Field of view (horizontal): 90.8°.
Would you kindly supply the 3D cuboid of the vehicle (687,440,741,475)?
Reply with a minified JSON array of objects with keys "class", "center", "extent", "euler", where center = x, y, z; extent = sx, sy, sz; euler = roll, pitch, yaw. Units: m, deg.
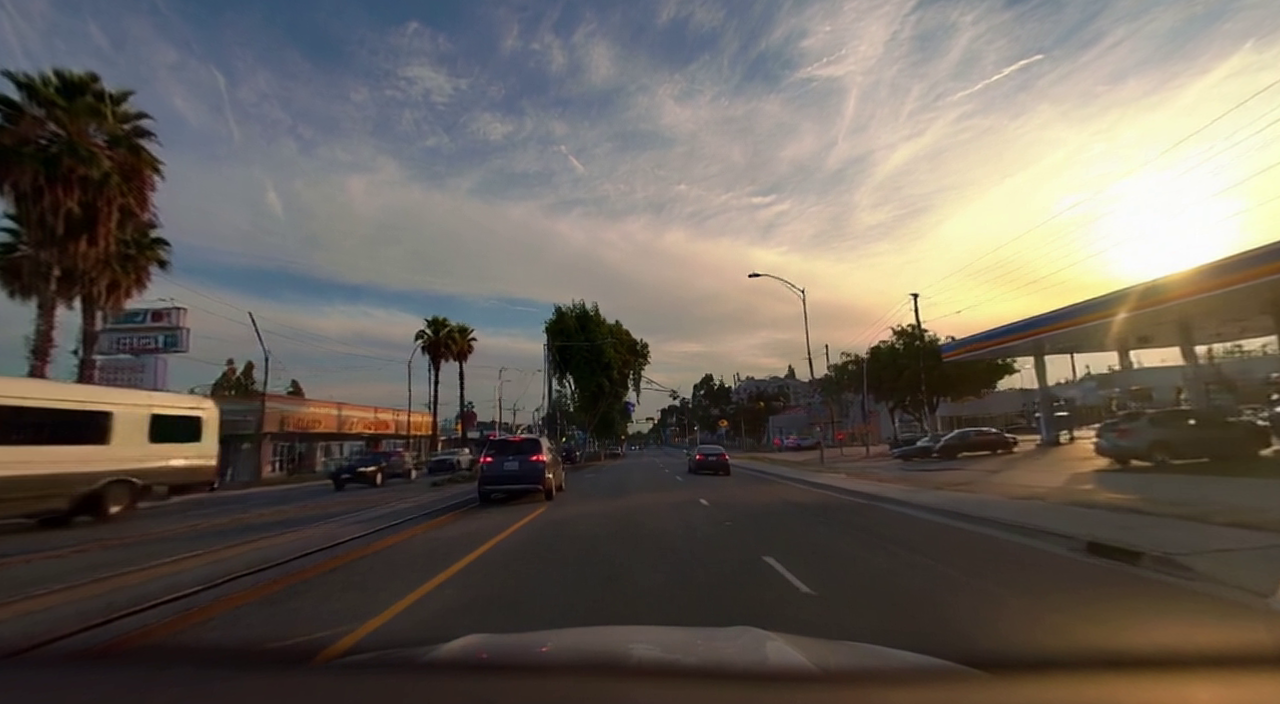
[{"class":"vehicle","center":[3.264,4.775,28.752],"extent":[1.889,1.448,4.262],"euler":[0,-9,0]}]

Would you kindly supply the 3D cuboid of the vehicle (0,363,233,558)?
[{"class":"vehicle","center":[-11.199,1.789,10.807],"extent":[2.662,2.995,8.344],"euler":[1,-7,2]}]

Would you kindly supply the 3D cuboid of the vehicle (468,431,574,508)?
[{"class":"vehicle","center":[-2.658,2.728,15.085],"extent":[2.021,1.550,4.090],"euler":[1,-9,-4]}]

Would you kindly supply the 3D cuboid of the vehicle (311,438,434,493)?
[{"class":"vehicle","center":[-10.050,4.279,24.236],"extent":[2.169,1.853,4.853],"euler":[-1,-9,6]}]
